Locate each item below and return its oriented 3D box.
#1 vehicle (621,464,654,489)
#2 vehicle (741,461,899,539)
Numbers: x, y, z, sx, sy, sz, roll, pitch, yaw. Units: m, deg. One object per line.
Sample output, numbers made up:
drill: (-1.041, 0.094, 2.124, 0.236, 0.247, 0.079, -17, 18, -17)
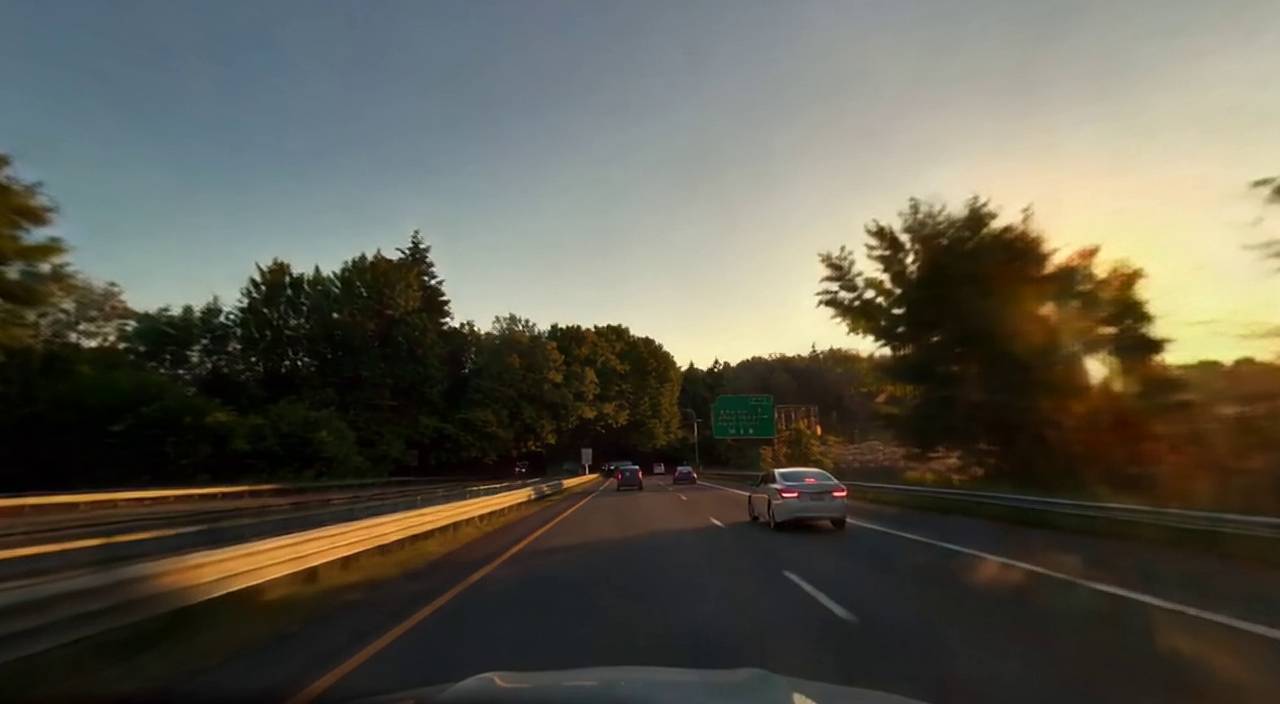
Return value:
vehicle: (-0.193, 8.065, 40.797, 1.980, 1.483, 3.865, 1, -10, -1)
vehicle: (3.800, 3.260, 14.387, 2.018, 1.426, 4.941, 1, -11, -2)
